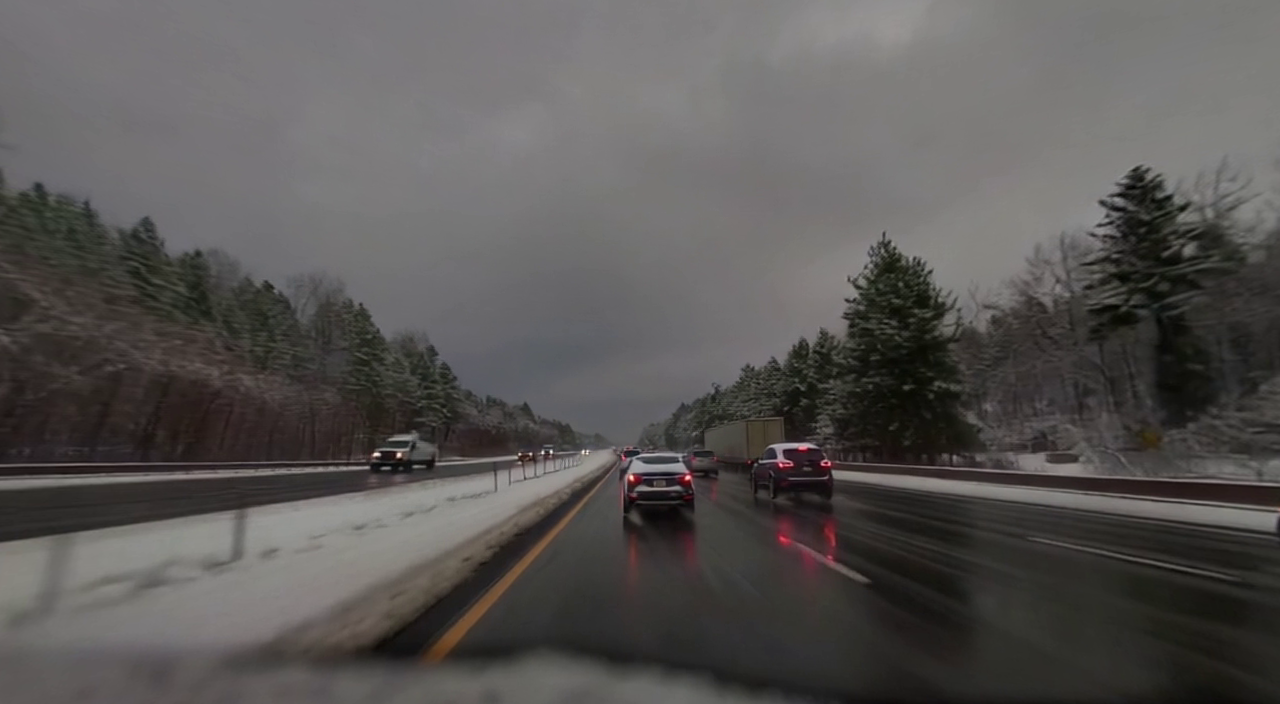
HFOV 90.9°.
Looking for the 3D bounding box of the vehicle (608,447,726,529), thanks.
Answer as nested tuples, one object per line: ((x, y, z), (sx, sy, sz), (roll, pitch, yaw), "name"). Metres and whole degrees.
((0.429, 2.711, 13.104), (2.094, 1.426, 3.725), (0, -9, -1), "vehicle")

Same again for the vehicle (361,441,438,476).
((-12.361, 5.507, 32.776), (2.039, 1.666, 5.002), (0, -9, -1), "vehicle")

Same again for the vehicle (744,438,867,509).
((4.319, 3.242, 17.329), (1.998, 1.657, 4.604), (0, -9, -2), "vehicle")
